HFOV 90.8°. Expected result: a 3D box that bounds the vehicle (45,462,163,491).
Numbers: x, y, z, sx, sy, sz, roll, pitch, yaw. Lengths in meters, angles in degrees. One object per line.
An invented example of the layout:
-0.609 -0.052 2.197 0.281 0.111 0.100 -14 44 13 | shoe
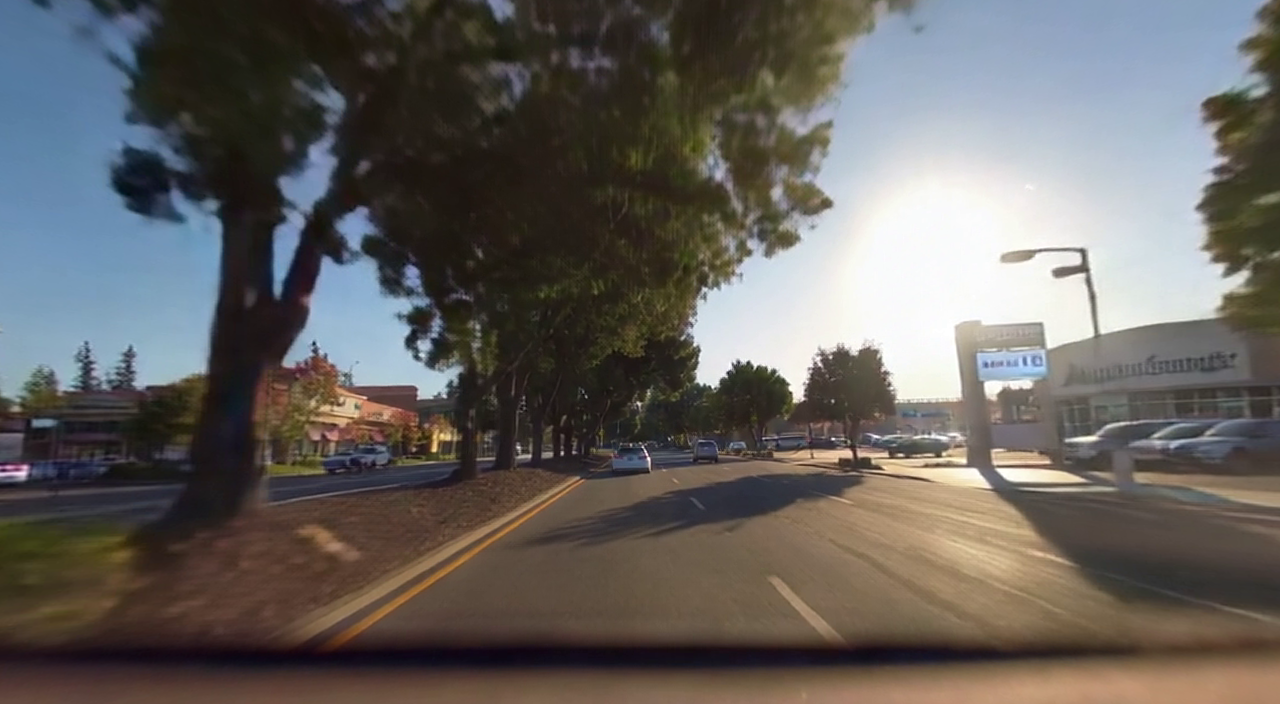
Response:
-30.659 7.118 36.230 4.820 1.477 2.105 0 -9 -1 | vehicle

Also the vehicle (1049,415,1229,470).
20.659 3.829 26.727 2.356 2.005 6.308 0 -8 -1 | vehicle

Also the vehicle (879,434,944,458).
21.267 7.409 49.753 2.015 1.821 4.696 2 -9 -17 | vehicle

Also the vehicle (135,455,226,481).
-30.384 7.689 41.882 4.486 1.610 2.020 -1 -9 3 | vehicle

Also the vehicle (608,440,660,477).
-0.253 4.611 27.600 2.126 1.475 3.967 0 -9 0 | vehicle

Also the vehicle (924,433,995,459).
21.150 6.287 42.093 2.136 1.603 4.534 0 -9 -4 | vehicle
